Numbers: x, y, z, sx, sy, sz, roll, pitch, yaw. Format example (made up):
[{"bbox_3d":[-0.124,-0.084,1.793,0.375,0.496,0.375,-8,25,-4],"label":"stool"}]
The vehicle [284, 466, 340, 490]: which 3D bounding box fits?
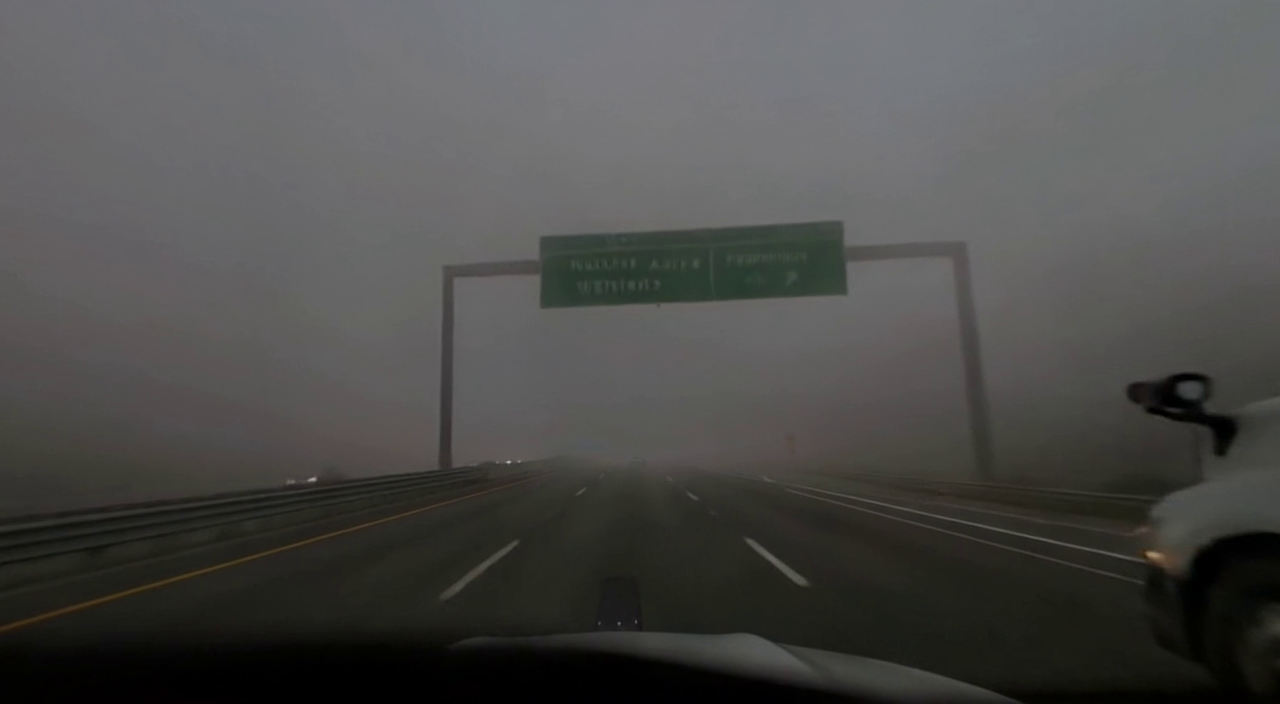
[{"bbox_3d":[-22.672,8.694,43.473,1.803,1.447,3.820,0,-9,1],"label":"vehicle"}]
